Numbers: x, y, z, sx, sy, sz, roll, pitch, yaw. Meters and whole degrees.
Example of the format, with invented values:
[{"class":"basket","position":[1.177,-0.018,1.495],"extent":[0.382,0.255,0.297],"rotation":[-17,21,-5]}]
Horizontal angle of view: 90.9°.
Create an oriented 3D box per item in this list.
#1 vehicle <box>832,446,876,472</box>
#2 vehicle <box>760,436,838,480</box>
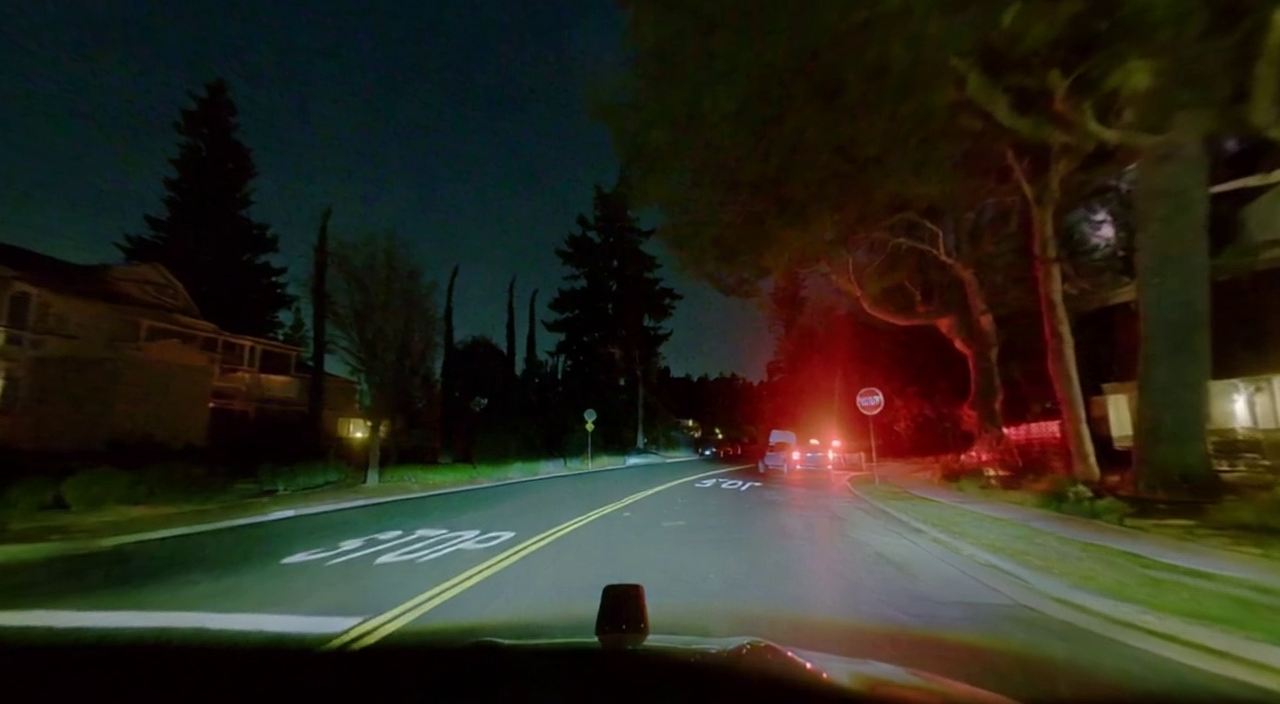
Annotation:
[{"class":"vehicle","position":[13.600,6.744,39.915],"extent":[2.083,1.493,5.037],"rotation":[-3,-10,24]},{"class":"vehicle","position":[6.891,4.457,26.850],"extent":[2.692,1.649,4.689],"rotation":[-3,-9,20]}]
